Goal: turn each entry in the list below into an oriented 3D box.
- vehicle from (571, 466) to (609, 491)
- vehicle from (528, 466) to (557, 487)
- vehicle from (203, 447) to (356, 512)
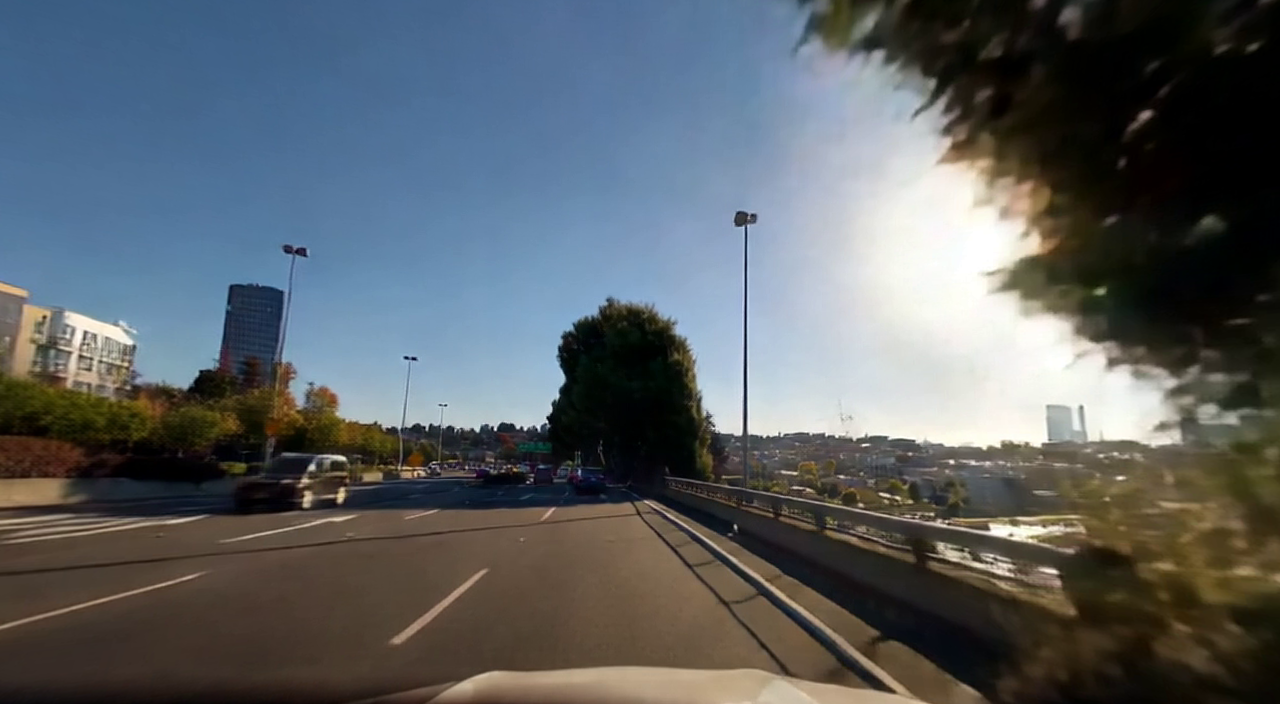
[{"bbox_3d":[-3.336,8.232,41.130,2.129,1.471,4.258,3,-10,-8],"label":"vehicle"},{"bbox_3d":[-7.458,9.473,48.226,2.030,1.441,4.806,3,-10,-8],"label":"vehicle"},{"bbox_3d":[-10.703,3.844,19.202,2.183,1.665,4.498,2,-10,-4],"label":"vehicle"}]
